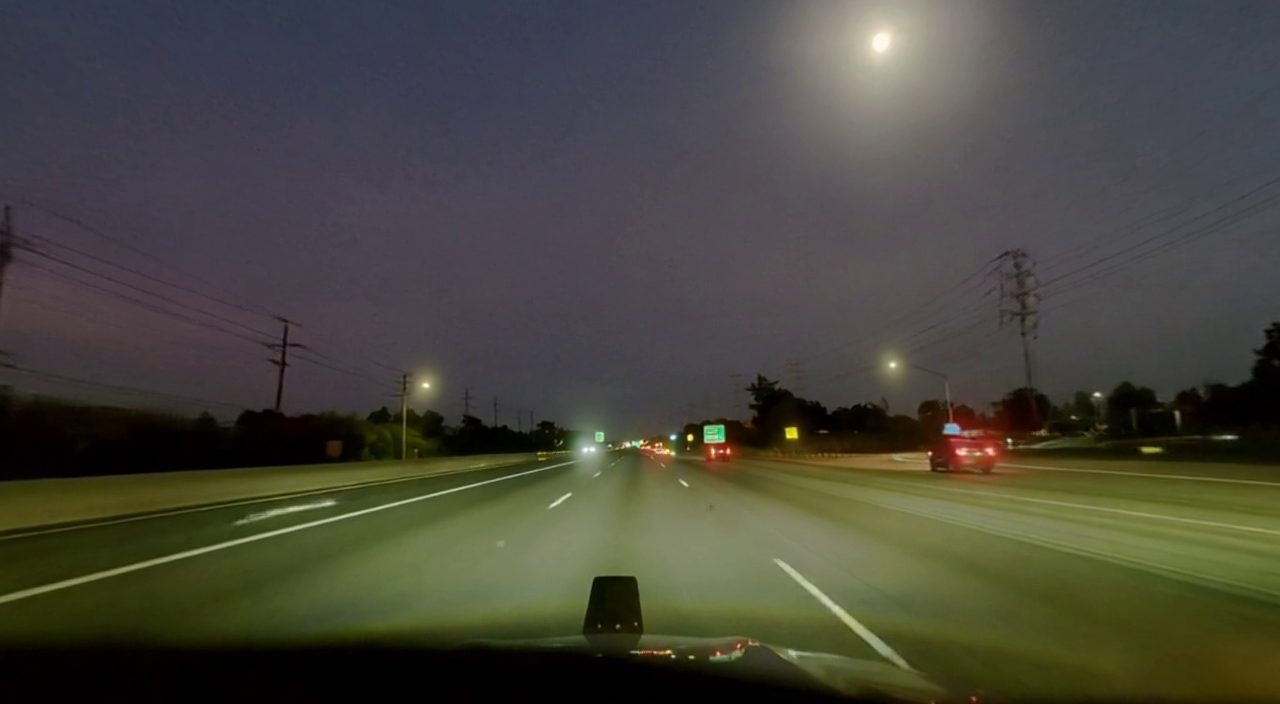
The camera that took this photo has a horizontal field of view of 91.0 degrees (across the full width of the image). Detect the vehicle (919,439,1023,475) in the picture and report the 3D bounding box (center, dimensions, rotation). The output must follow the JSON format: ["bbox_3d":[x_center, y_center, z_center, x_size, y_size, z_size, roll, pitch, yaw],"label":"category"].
[{"bbox_3d":[14.616,4.656,28.149,2.089,1.484,4.573,0,-9,-1],"label":"vehicle"}]
